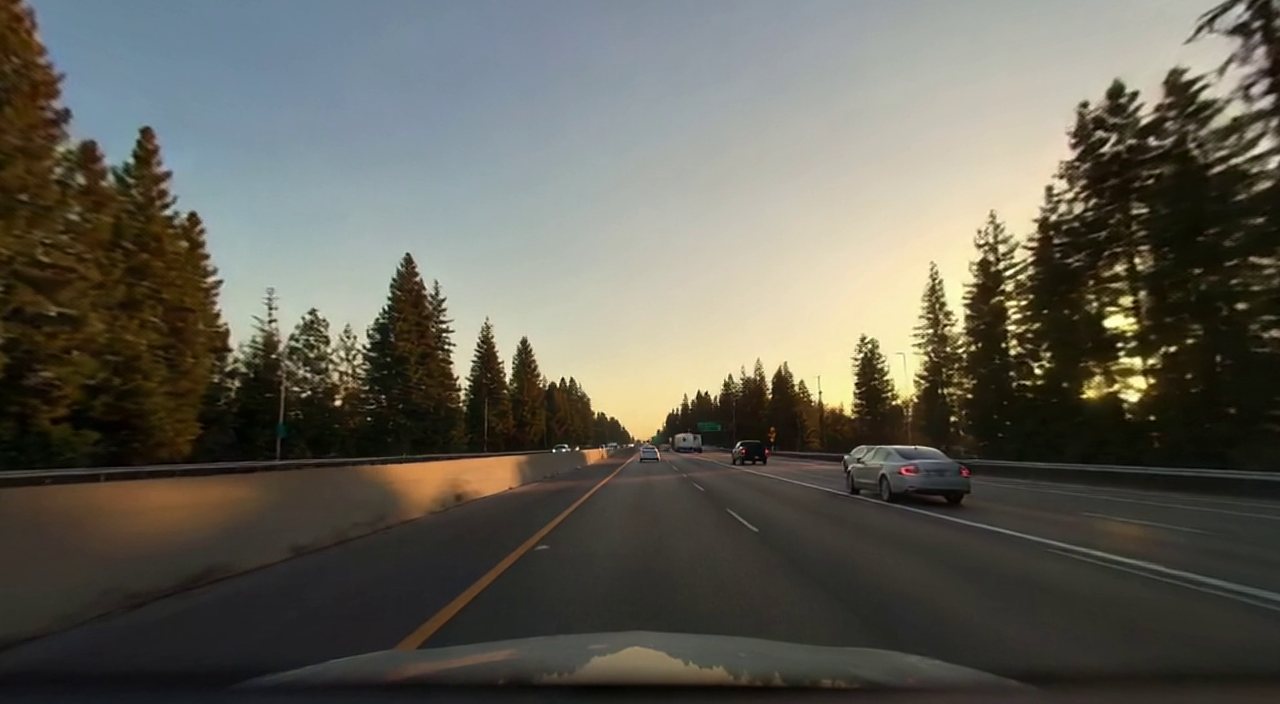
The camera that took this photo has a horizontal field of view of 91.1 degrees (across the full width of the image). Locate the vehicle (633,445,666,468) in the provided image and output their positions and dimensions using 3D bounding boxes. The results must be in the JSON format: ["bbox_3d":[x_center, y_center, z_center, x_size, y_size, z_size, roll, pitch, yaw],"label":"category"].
[{"bbox_3d":[0.611,6.878,41.544,2.052,1.472,4.295,0,-8,0],"label":"vehicle"}]

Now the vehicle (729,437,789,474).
[{"bbox_3d":[6.675,5.859,35.931,2.206,1.902,5.460,0,-8,-2],"label":"vehicle"}]

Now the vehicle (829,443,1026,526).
[{"bbox_3d":[5.917,2.740,13.753,1.904,1.453,4.789,0,-8,-2],"label":"vehicle"}]
